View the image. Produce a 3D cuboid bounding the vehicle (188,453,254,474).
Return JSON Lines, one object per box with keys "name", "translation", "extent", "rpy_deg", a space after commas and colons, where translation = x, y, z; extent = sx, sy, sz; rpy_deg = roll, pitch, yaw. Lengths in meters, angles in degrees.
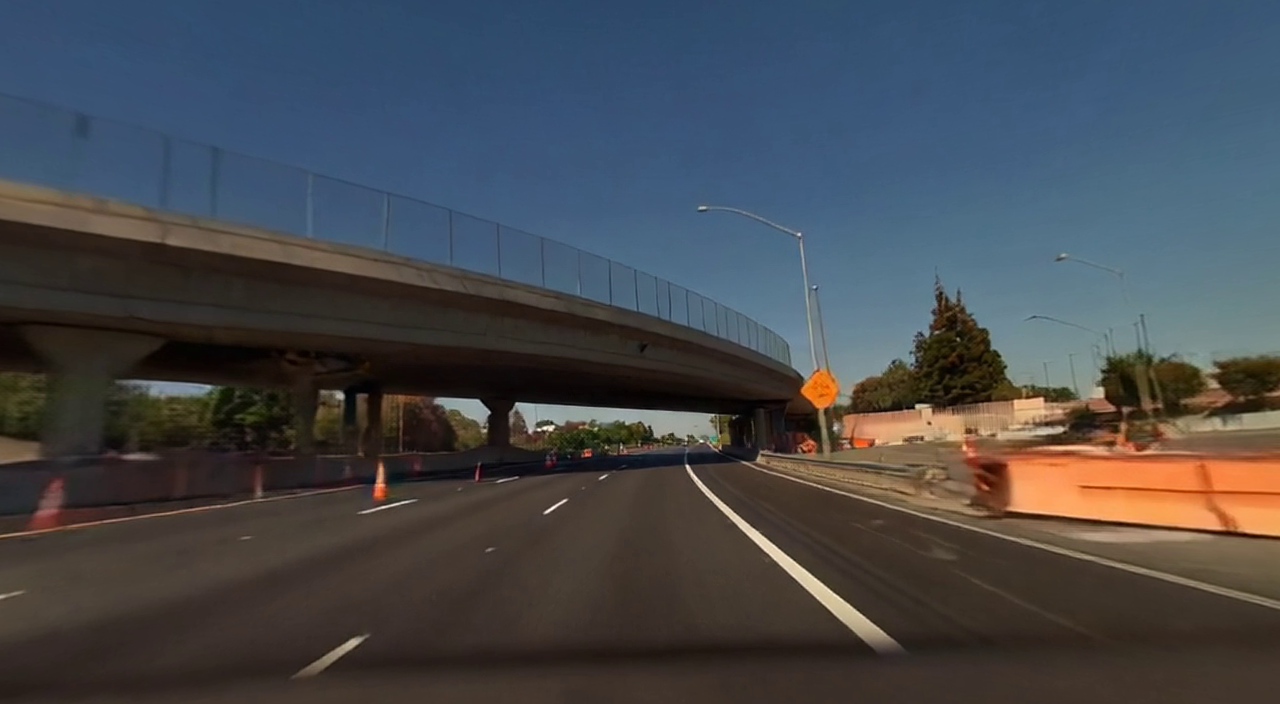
{"name": "vehicle", "translation": [-29.632, 7.883, 44.720], "extent": [1.761, 1.443, 4.092], "rpy_deg": [0, -9, 2]}
